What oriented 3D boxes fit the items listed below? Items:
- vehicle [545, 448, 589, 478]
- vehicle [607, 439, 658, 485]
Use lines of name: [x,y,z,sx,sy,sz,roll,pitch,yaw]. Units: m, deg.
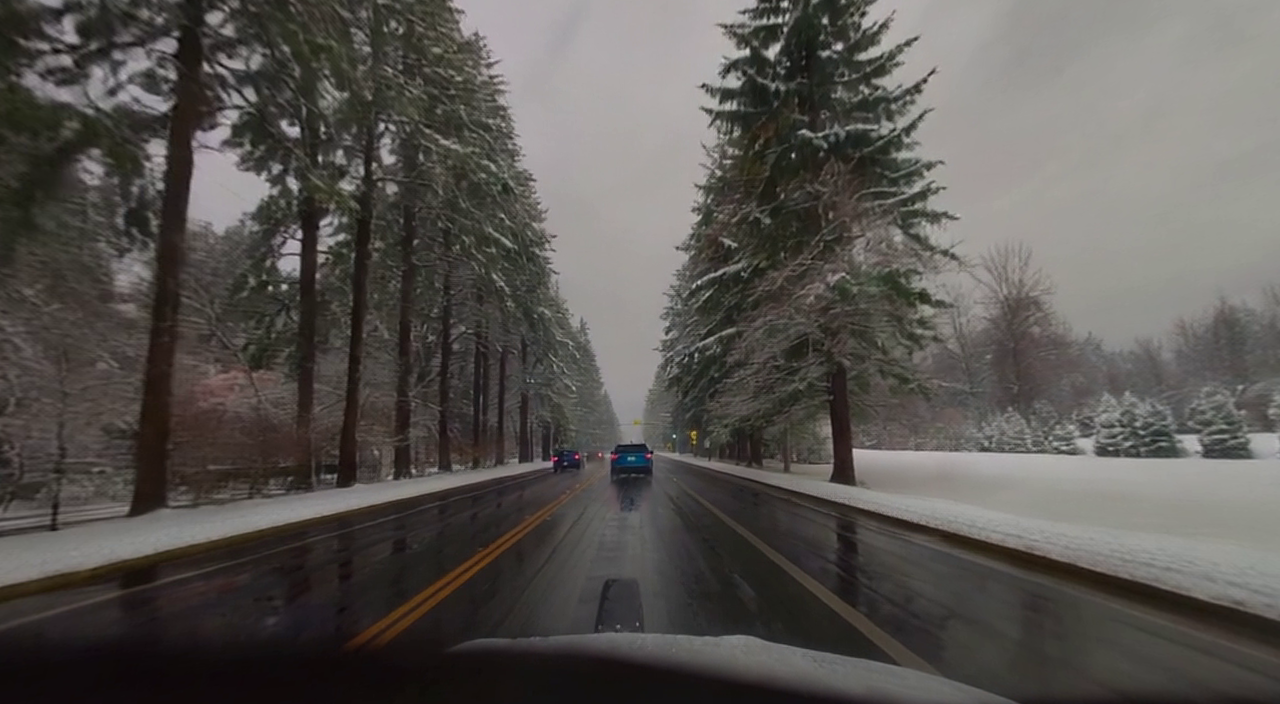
vehicle: [-4.011,6.176,35.465,1.936,1.538,4.016,0,-8,1]
vehicle: [-0.313,4.663,27.080,2.018,1.769,3.897,0,-8,-1]
